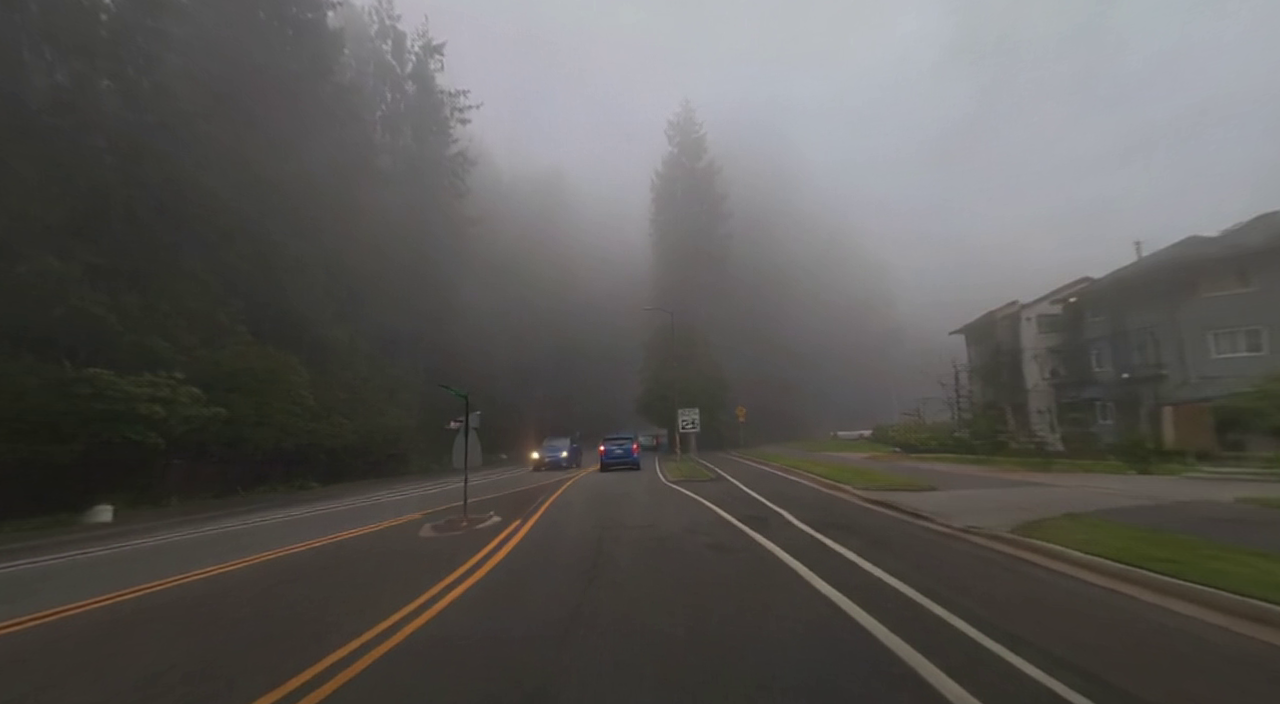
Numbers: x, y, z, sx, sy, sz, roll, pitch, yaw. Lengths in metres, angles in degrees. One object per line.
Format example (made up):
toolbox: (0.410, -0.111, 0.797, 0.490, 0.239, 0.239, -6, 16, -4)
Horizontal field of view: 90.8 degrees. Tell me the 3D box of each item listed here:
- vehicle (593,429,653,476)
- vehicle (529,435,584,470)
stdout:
vehicle: (-0.590, 4.019, 25.422, 2.216, 1.708, 4.110, 0, -9, 1)
vehicle: (-4.204, 5.153, 32.589, 2.087, 1.677, 4.467, 0, -9, 2)
